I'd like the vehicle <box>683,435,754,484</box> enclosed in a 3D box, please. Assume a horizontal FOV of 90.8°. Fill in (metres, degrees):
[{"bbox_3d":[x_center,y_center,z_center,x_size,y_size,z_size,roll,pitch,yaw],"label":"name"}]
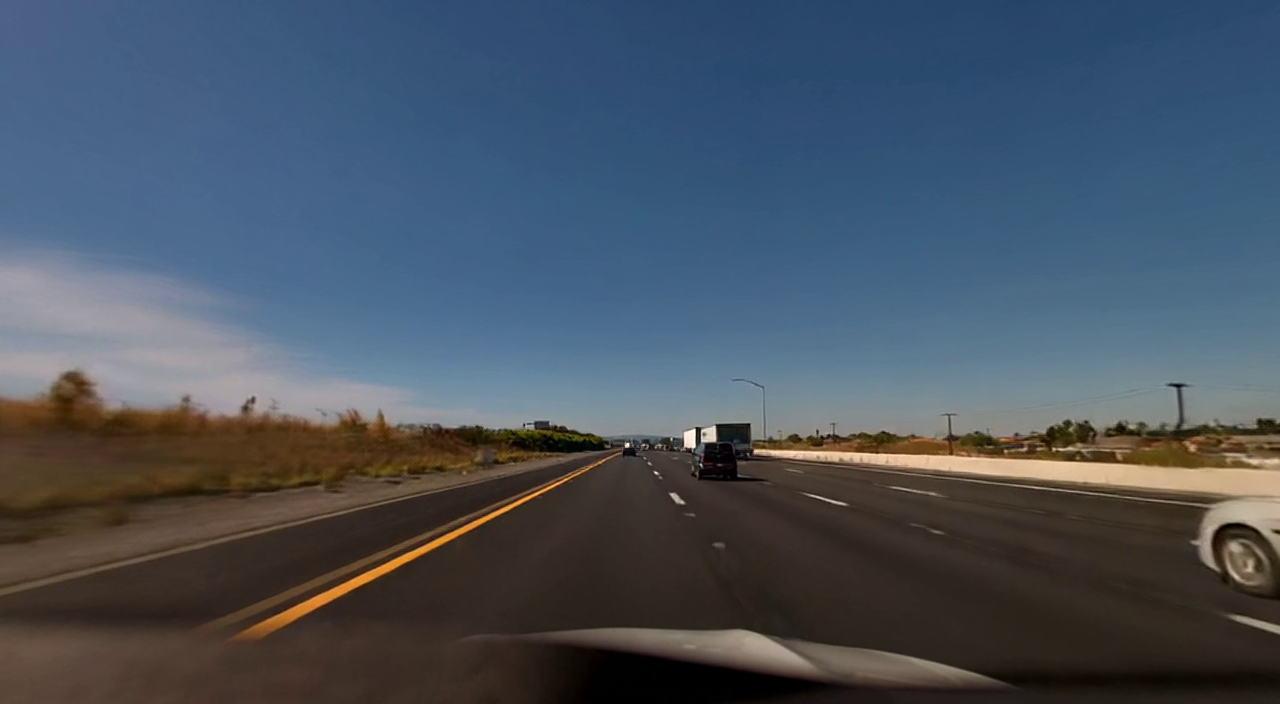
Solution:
[{"bbox_3d":[3.056,4.304,25.715,2.141,1.785,4.778,0,-8,-2],"label":"vehicle"}]
